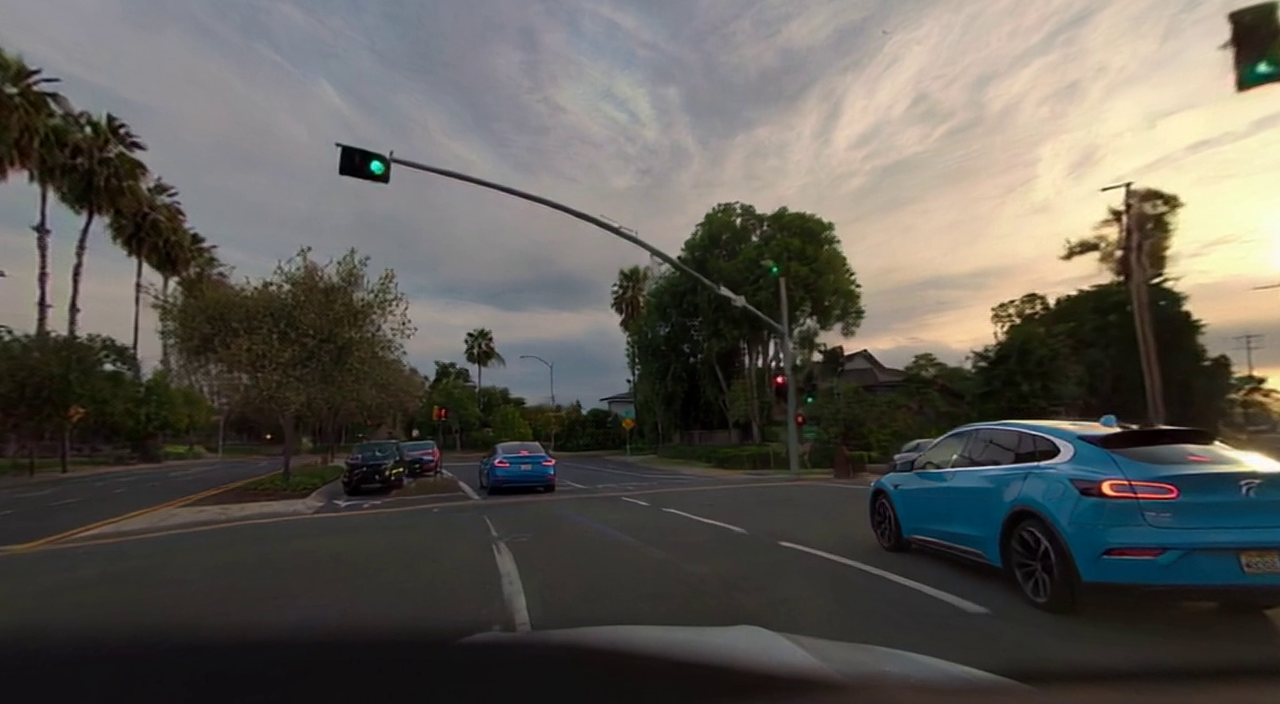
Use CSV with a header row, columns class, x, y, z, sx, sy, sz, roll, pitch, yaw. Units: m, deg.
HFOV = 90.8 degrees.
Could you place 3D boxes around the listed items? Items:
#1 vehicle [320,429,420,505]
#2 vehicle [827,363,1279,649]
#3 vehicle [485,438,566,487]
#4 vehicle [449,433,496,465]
class,x,y,z,sx,sy,sz,roll,pitch,yaw
vehicle,-7.911,3.322,18.807,2.283,1.878,5.384,3,-9,-21
vehicle,4.046,1.355,6.707,2.205,1.803,5.135,0,-9,-4
vehicle,-4.617,4.281,24.886,2.341,1.709,4.466,3,-9,-20
vehicle,-10.777,6.197,40.446,2.272,1.891,4.562,3,-9,-22
